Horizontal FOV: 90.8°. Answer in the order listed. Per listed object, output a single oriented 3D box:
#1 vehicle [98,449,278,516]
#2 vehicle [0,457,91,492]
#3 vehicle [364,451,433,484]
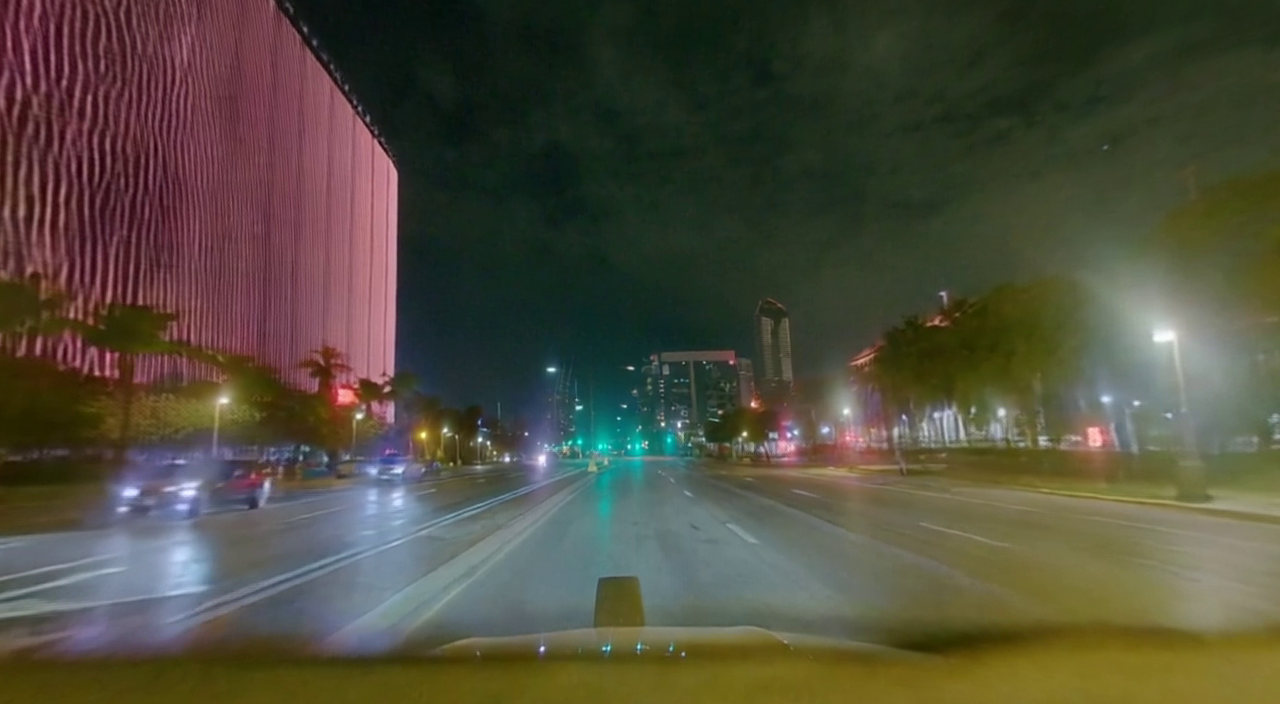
[{"bbox_3d":[-12.843,3.678,18.432,1.923,1.641,4.551,0,-8,-1],"label":"vehicle"},{"bbox_3d":[-32.200,6.498,33.458,4.245,1.642,2.013,-2,-9,-3],"label":"vehicle"},{"bbox_3d":[-13.039,6.236,34.396,2.036,1.590,4.495,0,-8,-1],"label":"vehicle"}]
